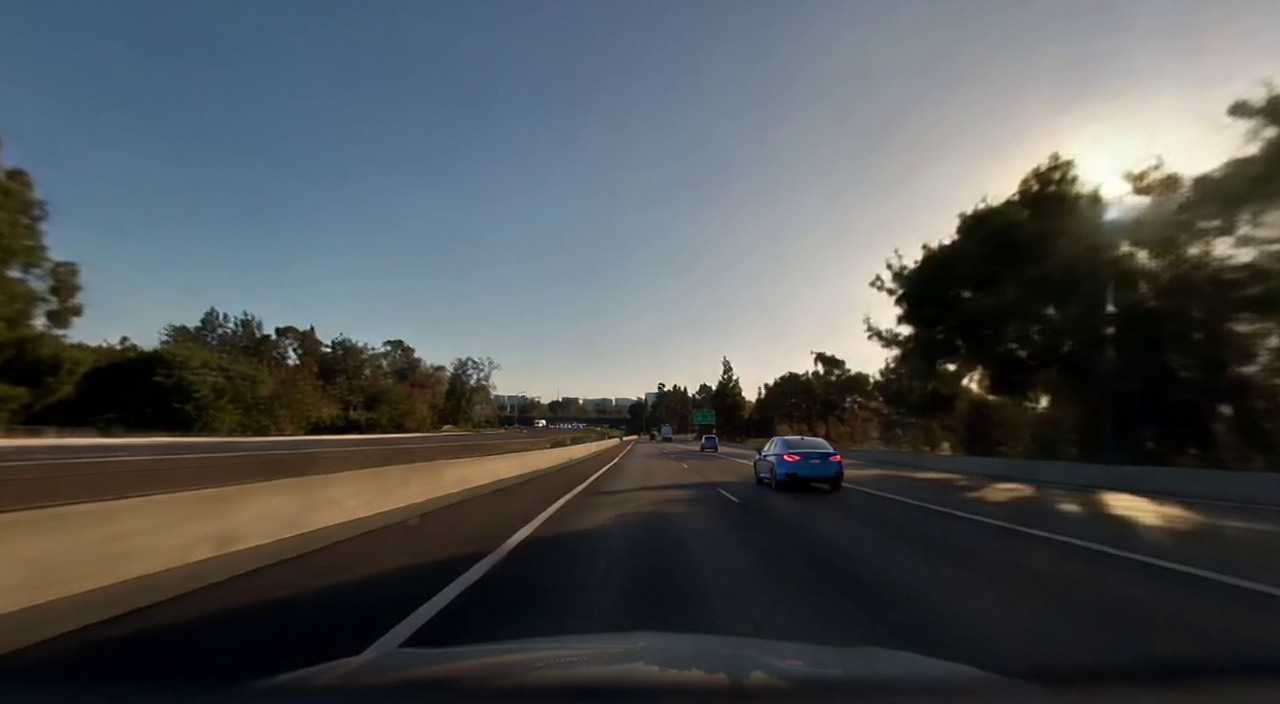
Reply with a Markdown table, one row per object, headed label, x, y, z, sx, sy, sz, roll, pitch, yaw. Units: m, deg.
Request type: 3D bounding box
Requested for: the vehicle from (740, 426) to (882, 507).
| label | x | y | z | sx | sy | sz | roll | pitch | yaw |
| --- | --- | --- | --- | --- | --- | --- | --- | --- | --- |
| vehicle | 3.679 | 2.558 | 14.504 | 2.050 | 1.546 | 4.344 | 0 | -8 | 0 |
